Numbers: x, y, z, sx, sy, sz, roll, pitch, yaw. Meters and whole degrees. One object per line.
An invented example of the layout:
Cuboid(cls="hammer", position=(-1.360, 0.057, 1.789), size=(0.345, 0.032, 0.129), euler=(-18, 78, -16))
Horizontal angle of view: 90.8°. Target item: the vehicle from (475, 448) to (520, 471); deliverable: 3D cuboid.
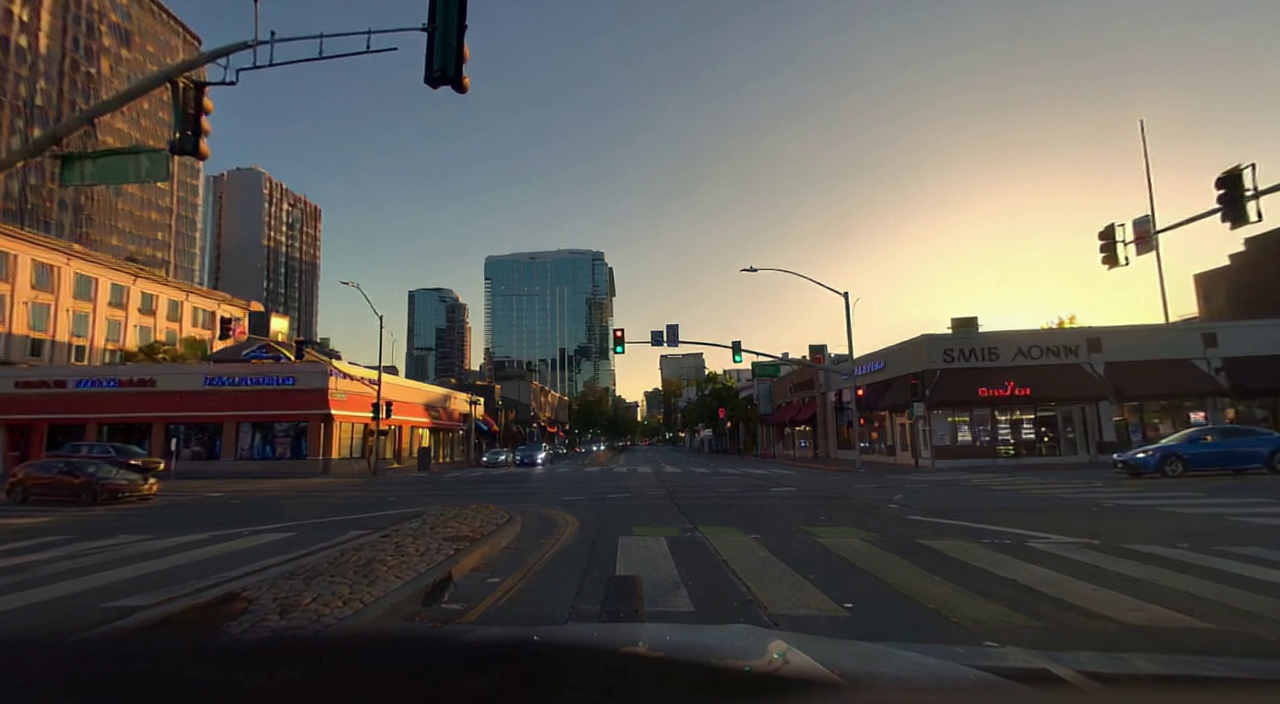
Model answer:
Cuboid(cls="vehicle", position=(-9.851, 7.467, 44.067), size=(2.106, 1.505, 4.228), euler=(0, -8, 0))

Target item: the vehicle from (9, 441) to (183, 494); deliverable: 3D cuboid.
Cuboid(cls="vehicle", position=(-21.162, 4.478, 24.673), size=(5.161, 1.910, 2.275), euler=(-2, -9, 11))

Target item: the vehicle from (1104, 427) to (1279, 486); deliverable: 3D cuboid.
Cuboid(cls="vehicle", position=(15.416, 2.742, 16.683), size=(4.651, 1.463, 1.880), euler=(-2, -9, 8))

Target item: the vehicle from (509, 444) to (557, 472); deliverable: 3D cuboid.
Cuboid(cls="vehicle", position=(-6.798, 6.787, 40.664), size=(2.181, 1.703, 4.512), euler=(-1, -8, 2))
